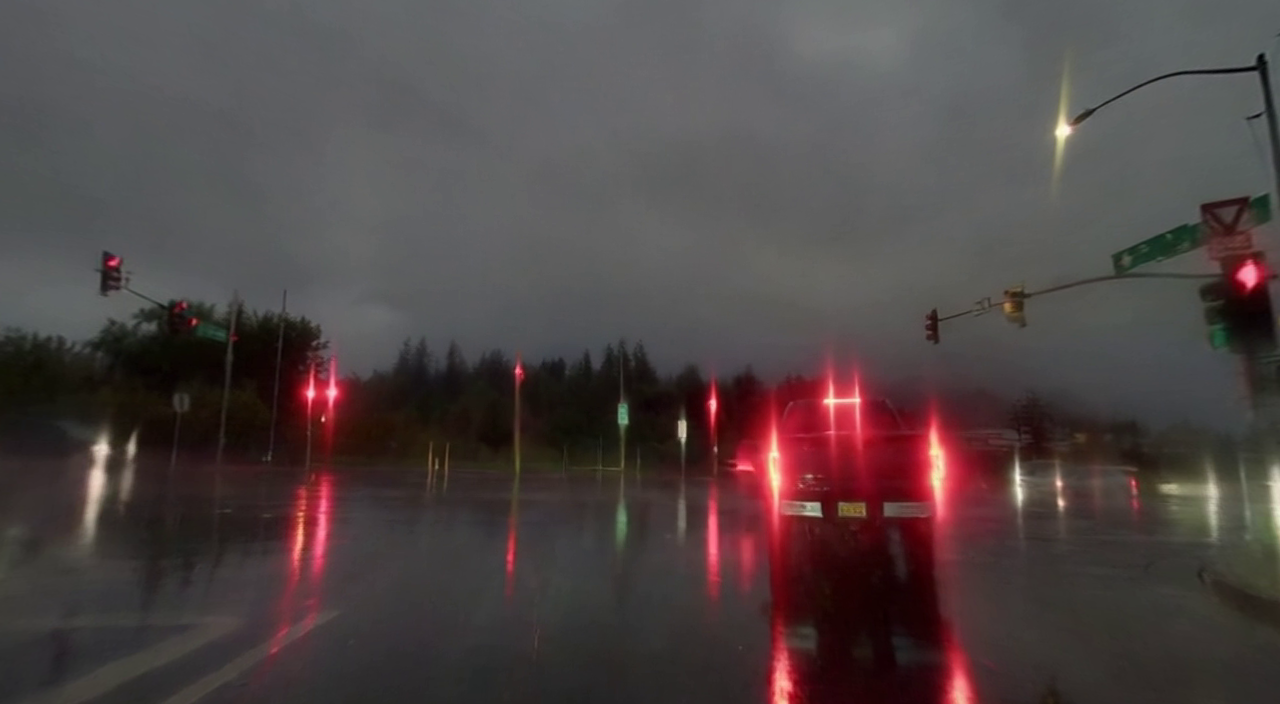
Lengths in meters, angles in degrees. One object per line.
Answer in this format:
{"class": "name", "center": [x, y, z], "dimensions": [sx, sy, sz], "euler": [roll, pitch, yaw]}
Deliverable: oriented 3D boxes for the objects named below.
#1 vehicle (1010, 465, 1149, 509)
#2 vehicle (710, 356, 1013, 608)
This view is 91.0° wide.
{"class": "vehicle", "center": [18.636, 5.727, 26.867], "dimensions": [4.356, 1.498, 1.957], "euler": [-3, -8, 0]}
{"class": "vehicle", "center": [2.951, 1.700, 9.324], "dimensions": [2.851, 2.400, 5.978], "euler": [-2, -9, 16]}
